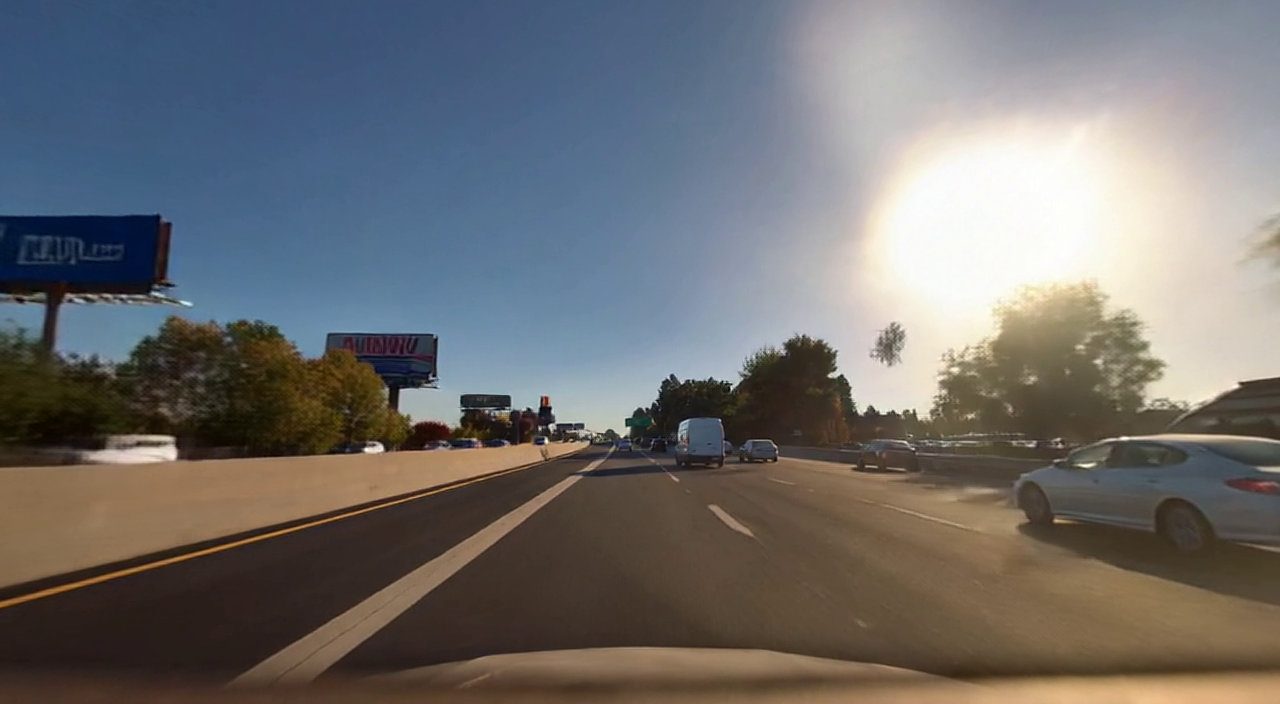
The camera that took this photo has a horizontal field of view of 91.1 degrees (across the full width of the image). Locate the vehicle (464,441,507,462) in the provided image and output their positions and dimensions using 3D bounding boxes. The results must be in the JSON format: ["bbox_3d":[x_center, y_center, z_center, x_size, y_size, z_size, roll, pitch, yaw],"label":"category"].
[{"bbox_3d":[-10.987,7.096,44.928,2.060,1.452,4.444,0,-8,-1],"label":"vehicle"}]

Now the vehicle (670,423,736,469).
[{"bbox_3d":[3.038,4.720,31.655,2.546,2.087,5.404,0,-8,-2],"label":"vehicle"}]

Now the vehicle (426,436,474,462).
[{"bbox_3d":[-14.944,7.662,49.753,2.188,1.906,5.116,0,-8,0],"label":"vehicle"}]

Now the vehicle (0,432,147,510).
[{"bbox_3d":[-16.286,3.150,16.994,2.153,1.835,4.716,-1,-8,-3],"label":"vehicle"}]

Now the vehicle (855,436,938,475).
[{"bbox_3d":[10.679,4.321,26.415,1.874,1.496,3.586,0,-8,-2],"label":"vehicle"}]

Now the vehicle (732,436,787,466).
[{"bbox_3d":[6.379,5.335,33.917,2.099,1.510,3.784,0,-8,-2],"label":"vehicle"}]

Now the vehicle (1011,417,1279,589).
[{"bbox_3d":[6.688,1.549,7.001,2.003,1.517,4.936,0,-8,-1],"label":"vehicle"}]
